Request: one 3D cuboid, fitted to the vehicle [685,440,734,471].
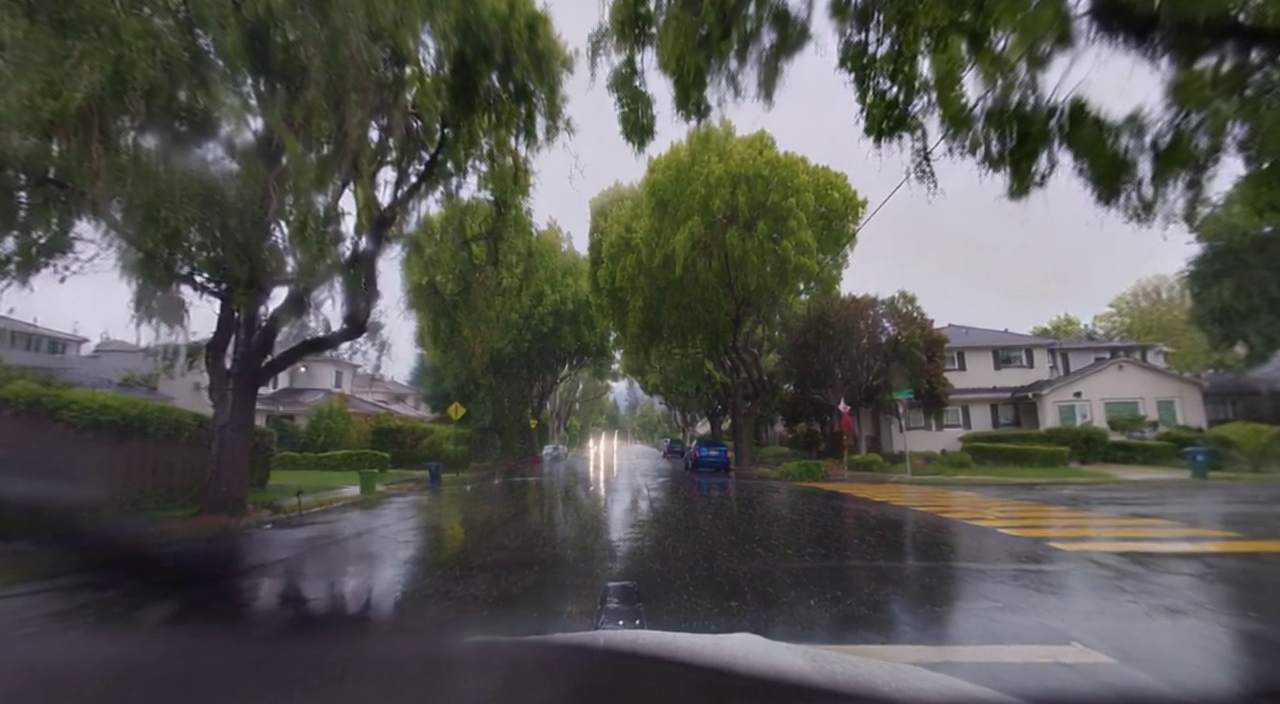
[{"bbox_3d":[3.583,5.427,33.384,1.961,1.472,4.434,0,-8,-2],"label":"vehicle"}]
